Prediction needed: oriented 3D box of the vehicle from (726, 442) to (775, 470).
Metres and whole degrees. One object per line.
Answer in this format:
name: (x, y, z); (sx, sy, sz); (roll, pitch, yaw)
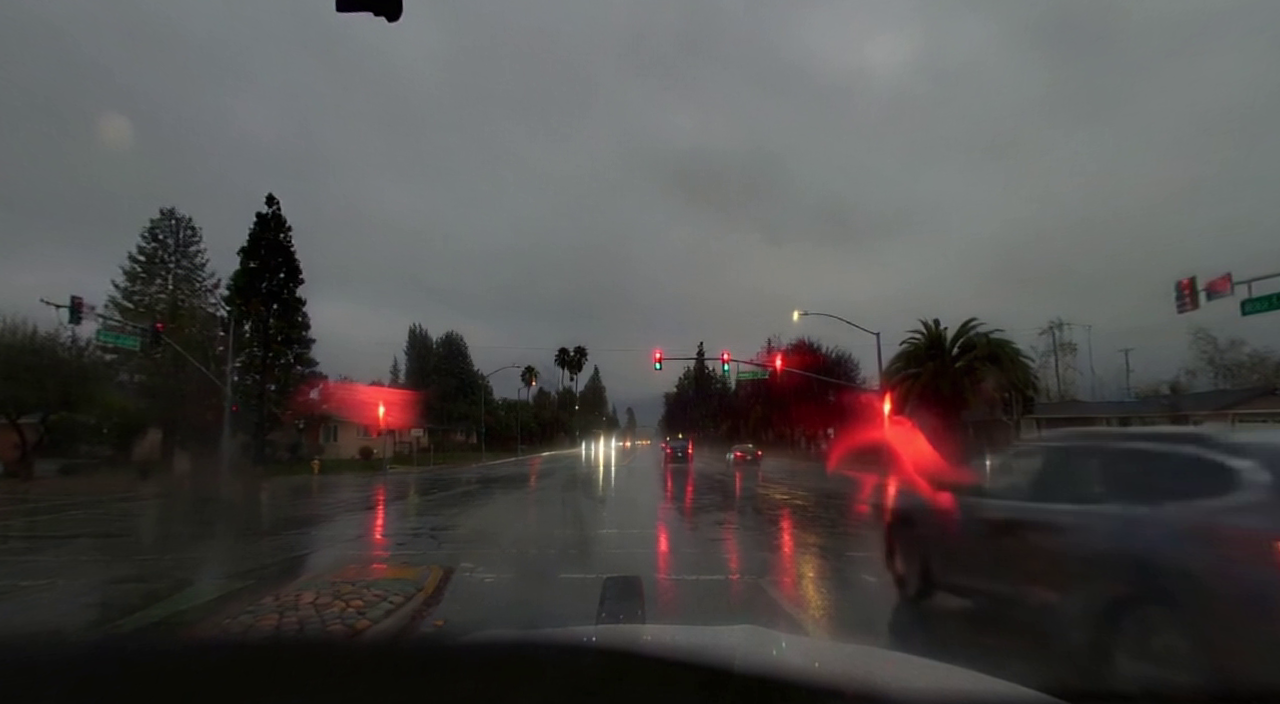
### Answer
vehicle: (6.240, 5.933, 36.177); (1.908, 1.450, 4.564); (0, -9, -1)

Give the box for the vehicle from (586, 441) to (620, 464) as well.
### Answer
vehicle: (-2.417, 6.711, 42.277); (2.045, 1.484, 3.991); (0, -9, 0)

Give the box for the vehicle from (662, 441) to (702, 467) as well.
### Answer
vehicle: (2.499, 6.269, 38.963); (2.079, 1.473, 4.748); (0, -9, -1)

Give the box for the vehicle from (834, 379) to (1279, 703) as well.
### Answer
vehicle: (2.977, 1.091, 3.560); (2.142, 1.506, 4.948); (0, -9, -1)
